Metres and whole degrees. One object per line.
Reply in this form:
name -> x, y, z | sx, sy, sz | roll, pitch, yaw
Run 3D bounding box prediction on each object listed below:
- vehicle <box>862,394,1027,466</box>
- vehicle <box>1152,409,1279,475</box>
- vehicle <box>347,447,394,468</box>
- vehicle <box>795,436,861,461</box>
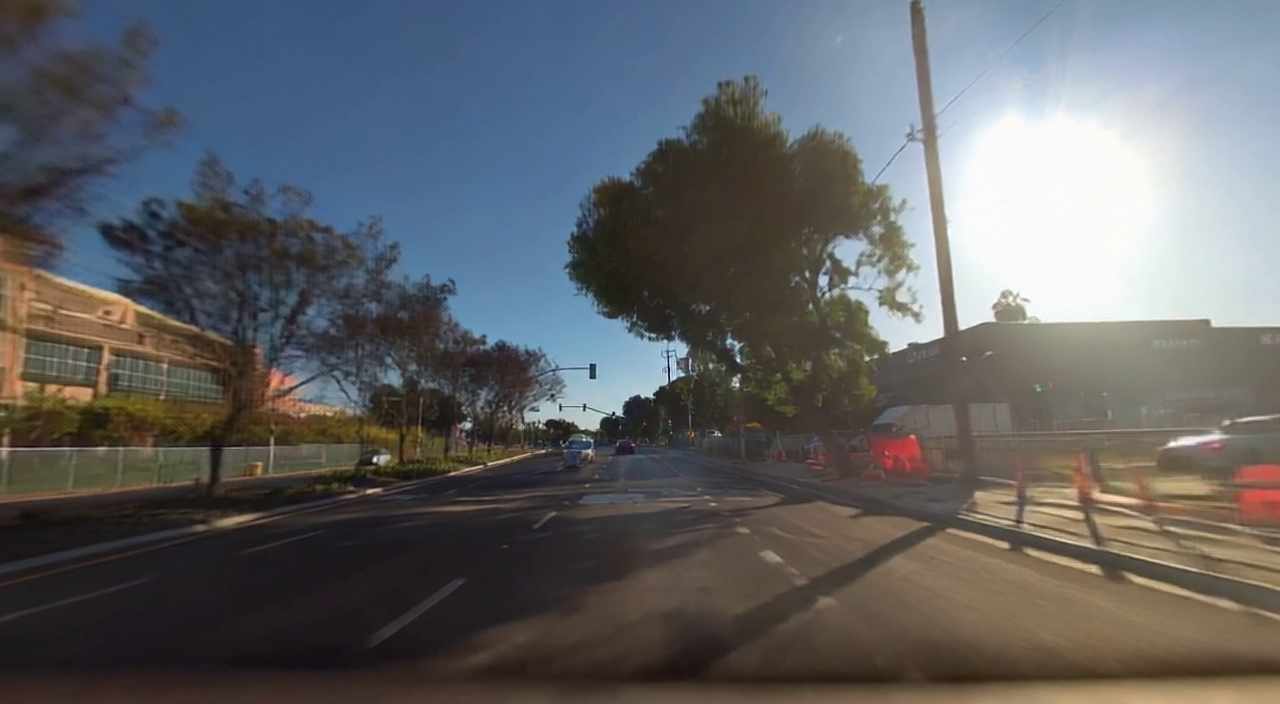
vehicle -> 15.517, 4.042, 32.554 | 6.641, 3.391, 3.387 | 0, -8, -4
vehicle -> 16.679, 2.374, 16.693 | 4.450, 1.643, 1.996 | 0, -8, -1
vehicle -> -21.036, 8.239, 49.370 | 1.794, 1.463, 4.332 | 0, -8, -2
vehicle -> 12.375, 6.363, 41.849 | 1.948, 1.466, 4.520 | -1, -7, -16
